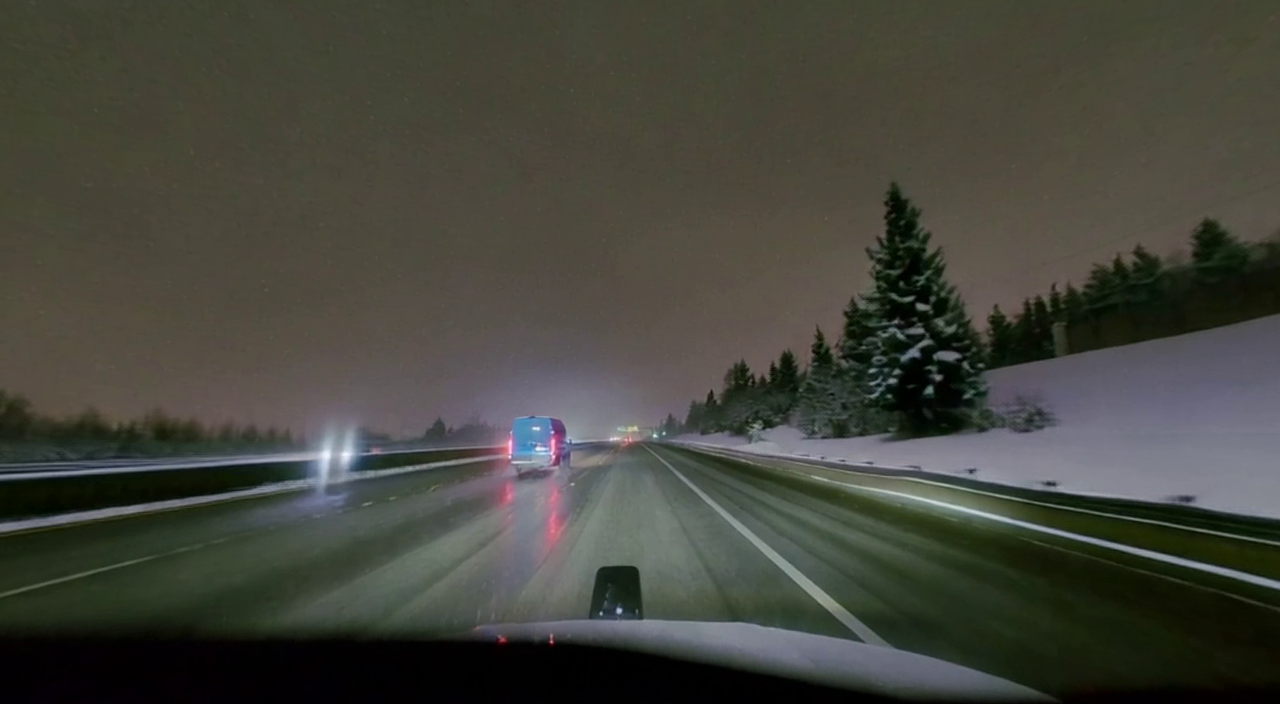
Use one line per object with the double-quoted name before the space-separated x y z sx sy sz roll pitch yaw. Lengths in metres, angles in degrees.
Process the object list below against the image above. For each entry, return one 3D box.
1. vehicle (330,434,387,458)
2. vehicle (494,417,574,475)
"vehicle" -21.294 7.111 47.791 2.024 1.717 5.039 0 -8 -1
"vehicle" -4.029 3.659 24.791 2.309 2.053 4.884 0 -8 0
